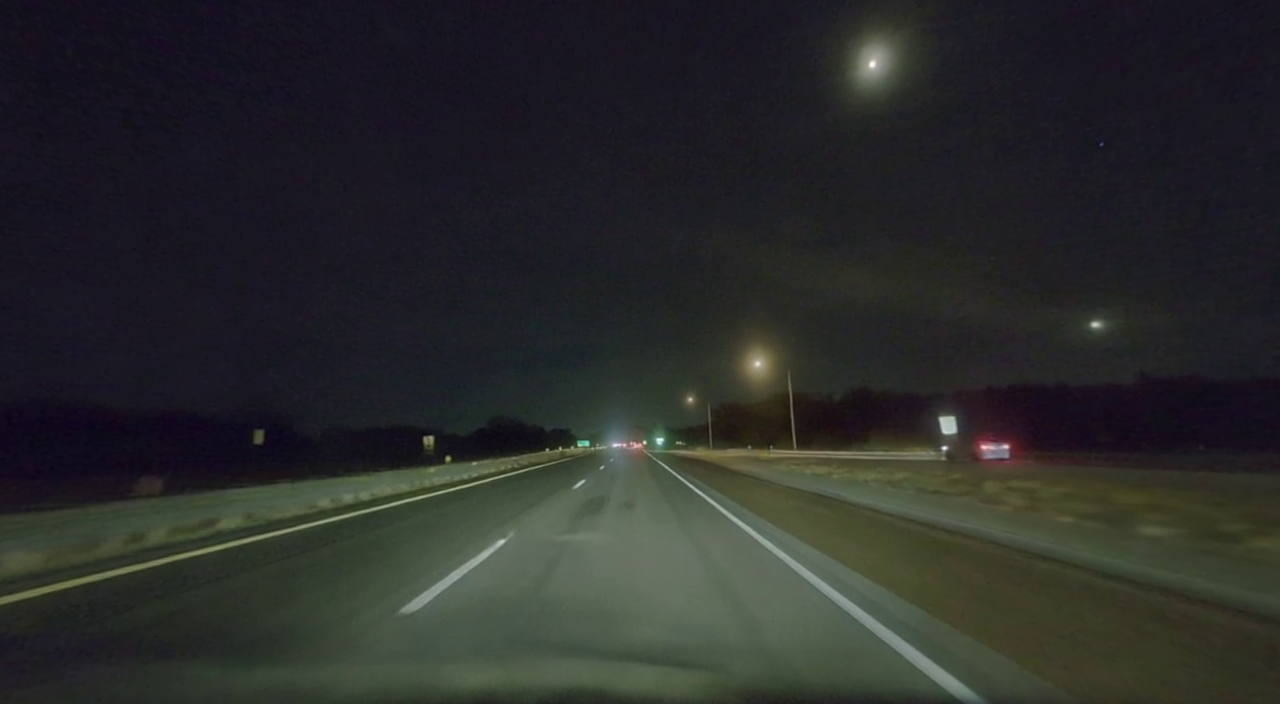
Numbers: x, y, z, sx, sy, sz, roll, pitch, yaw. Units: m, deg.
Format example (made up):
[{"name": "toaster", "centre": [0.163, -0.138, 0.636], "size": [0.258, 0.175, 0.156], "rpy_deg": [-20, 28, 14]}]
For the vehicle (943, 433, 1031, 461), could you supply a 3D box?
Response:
[{"name": "vehicle", "centre": [25.737, 7.078, 46.883], "size": [2.328, 1.916, 5.227], "rpy_deg": [4, -9, -26]}]
